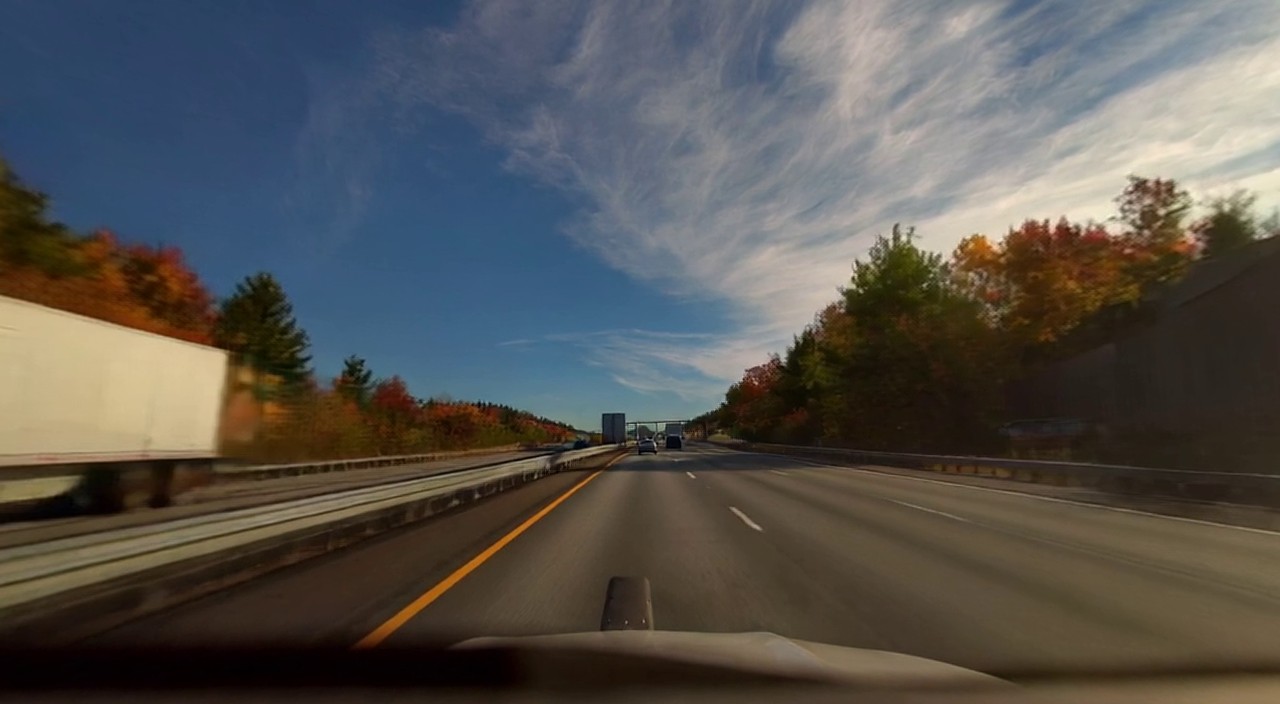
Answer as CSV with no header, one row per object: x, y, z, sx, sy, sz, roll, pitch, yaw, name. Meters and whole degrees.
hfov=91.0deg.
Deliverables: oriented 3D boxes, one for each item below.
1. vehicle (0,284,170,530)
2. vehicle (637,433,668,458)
-11.489,0.552,7.702,2.835,3.812,10.934,0,-8,1,vehicle
0.781,6.087,40.926,1.924,1.498,3.817,0,-8,0,vehicle
